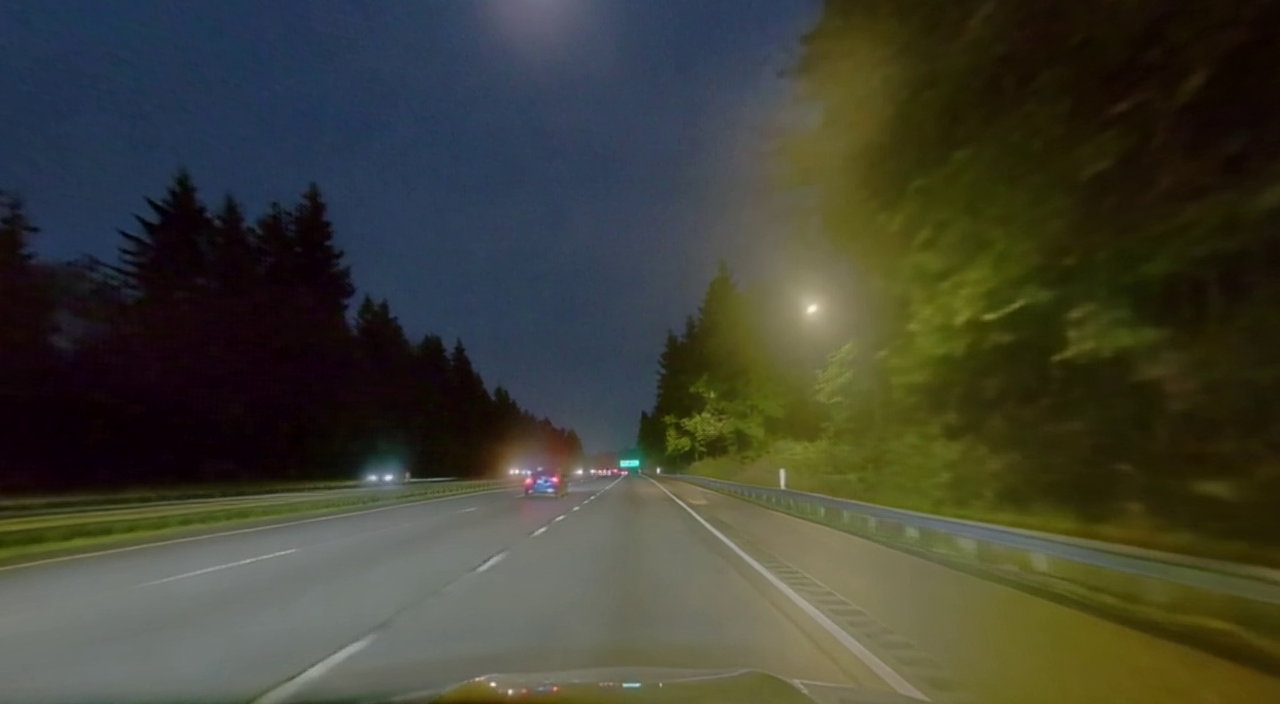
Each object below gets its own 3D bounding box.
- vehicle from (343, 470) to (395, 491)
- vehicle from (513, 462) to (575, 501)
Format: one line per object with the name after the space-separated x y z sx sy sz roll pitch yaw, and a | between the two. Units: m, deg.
-20.533 9.758 47.907 1.800 1.469 4.703 1 -10 0 | vehicle
-4.039 5.545 27.131 1.954 1.509 4.094 1 -11 1 | vehicle
